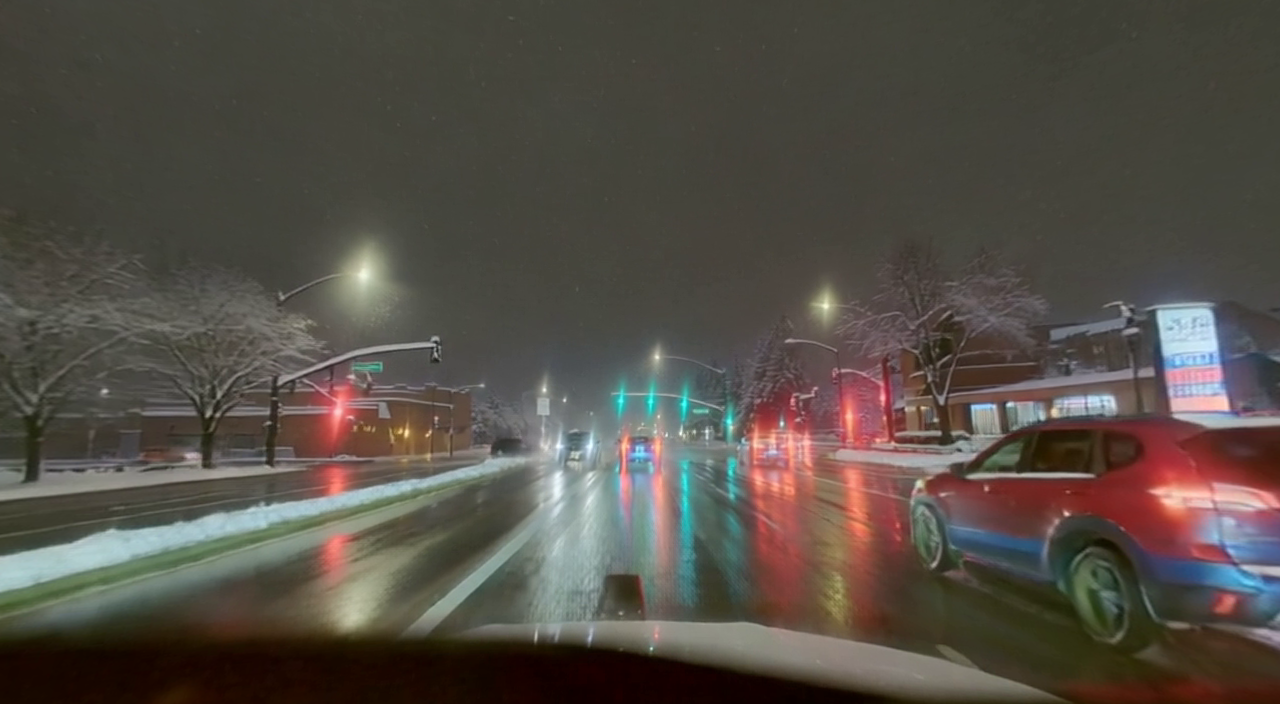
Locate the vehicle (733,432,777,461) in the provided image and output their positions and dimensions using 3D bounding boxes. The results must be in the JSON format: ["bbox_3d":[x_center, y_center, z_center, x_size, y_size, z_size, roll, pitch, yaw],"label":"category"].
[{"bbox_3d":[7.099,5.899,39.521,1.894,1.693,4.110,0,-8,-1],"label":"vehicle"}]

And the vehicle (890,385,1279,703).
[{"bbox_3d":[3.710,1.162,4.650,1.861,1.473,4.393,0,-8,-1],"label":"vehicle"}]

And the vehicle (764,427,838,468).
[{"bbox_3d":[7.291,4.406,29.164,2.068,1.731,4.752,0,-8,-1],"label":"vehicle"}]

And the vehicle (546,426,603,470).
[{"bbox_3d":[-2.867,4.355,28.802,2.064,1.825,4.760,0,-8,1],"label":"vehicle"}]

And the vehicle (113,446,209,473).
[{"bbox_3d":[-30.549,6.855,40.461,4.561,1.588,1.832,5,-10,-29],"label":"vehicle"}]

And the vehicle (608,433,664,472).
[{"bbox_3d":[-0.143,4.082,25.819,2.097,1.480,4.006,0,-8,0],"label":"vehicle"}]
